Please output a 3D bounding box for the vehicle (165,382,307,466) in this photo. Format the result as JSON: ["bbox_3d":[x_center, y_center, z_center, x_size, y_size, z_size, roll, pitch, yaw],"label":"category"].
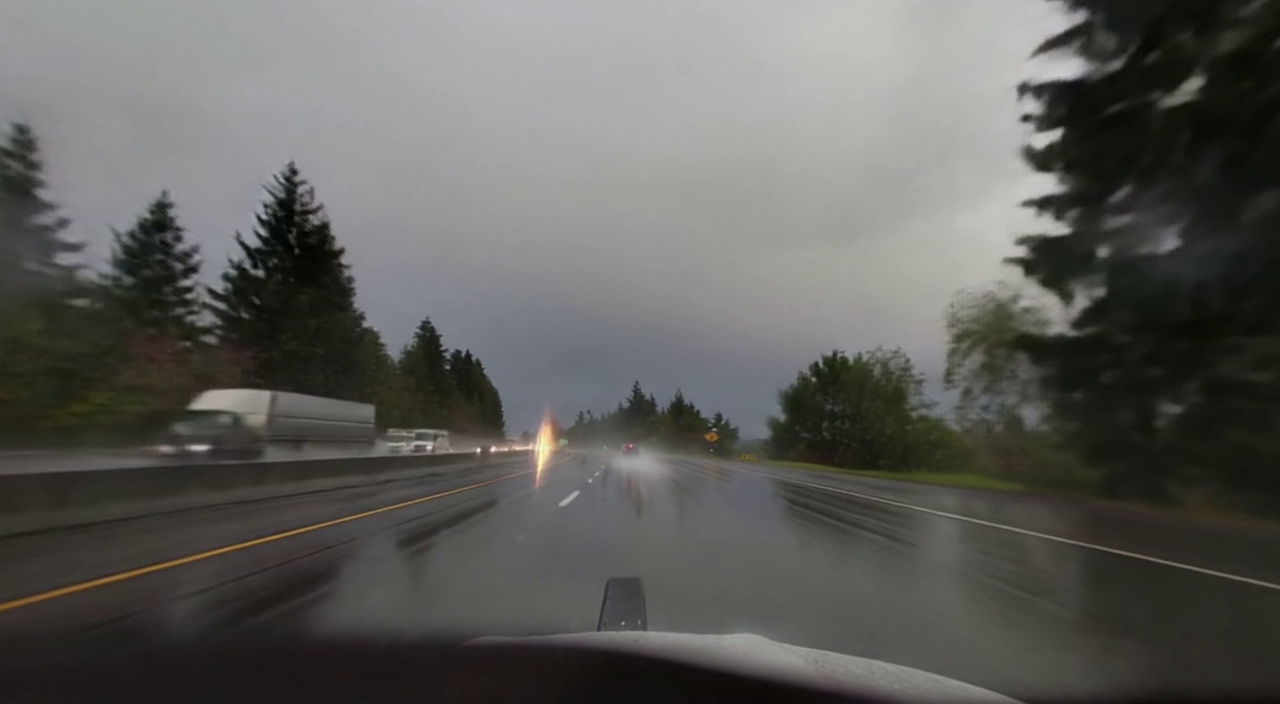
[{"bbox_3d":[-20.758,3.874,32.994,3.001,3.943,6.753,0,-9,-3],"label":"vehicle"}]
